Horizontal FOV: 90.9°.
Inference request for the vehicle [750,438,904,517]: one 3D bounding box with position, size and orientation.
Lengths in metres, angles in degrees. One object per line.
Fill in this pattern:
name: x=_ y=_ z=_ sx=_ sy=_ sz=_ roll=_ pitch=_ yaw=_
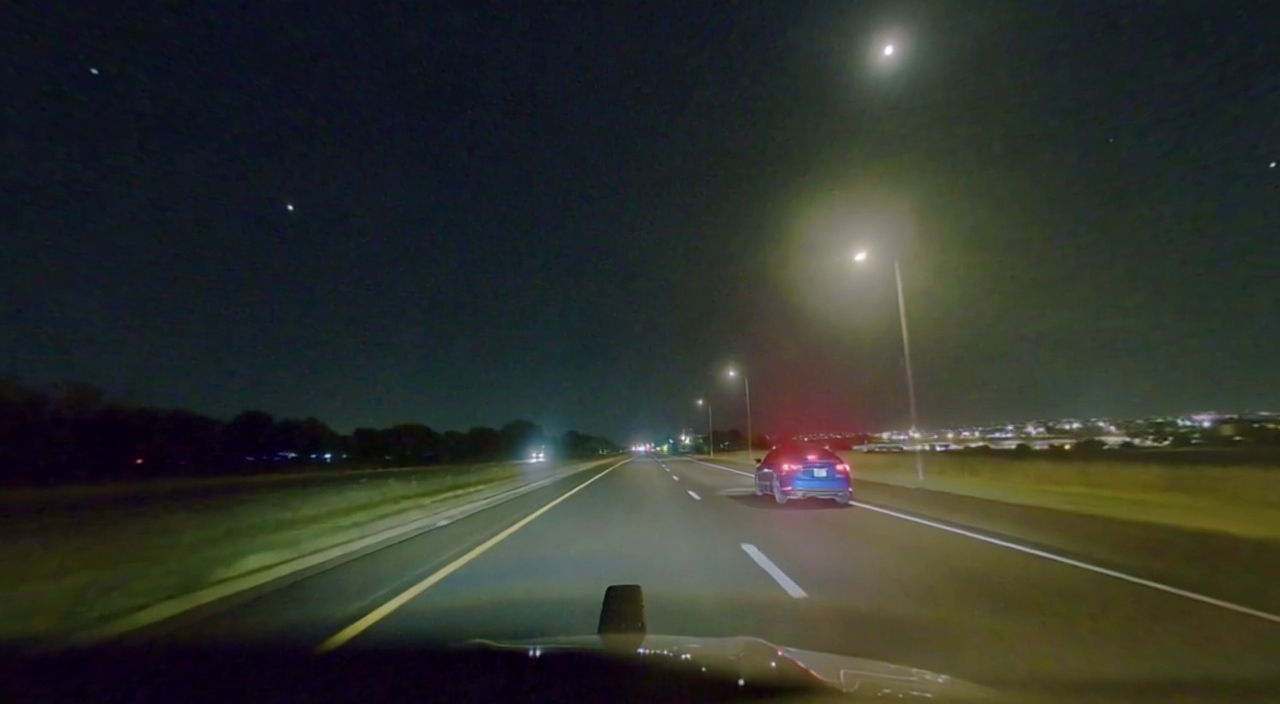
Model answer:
vehicle: x=4.059 y=2.799 z=14.671 sx=2.053 sy=1.490 sz=4.799 roll=-1 pitch=-8 yaw=-1
